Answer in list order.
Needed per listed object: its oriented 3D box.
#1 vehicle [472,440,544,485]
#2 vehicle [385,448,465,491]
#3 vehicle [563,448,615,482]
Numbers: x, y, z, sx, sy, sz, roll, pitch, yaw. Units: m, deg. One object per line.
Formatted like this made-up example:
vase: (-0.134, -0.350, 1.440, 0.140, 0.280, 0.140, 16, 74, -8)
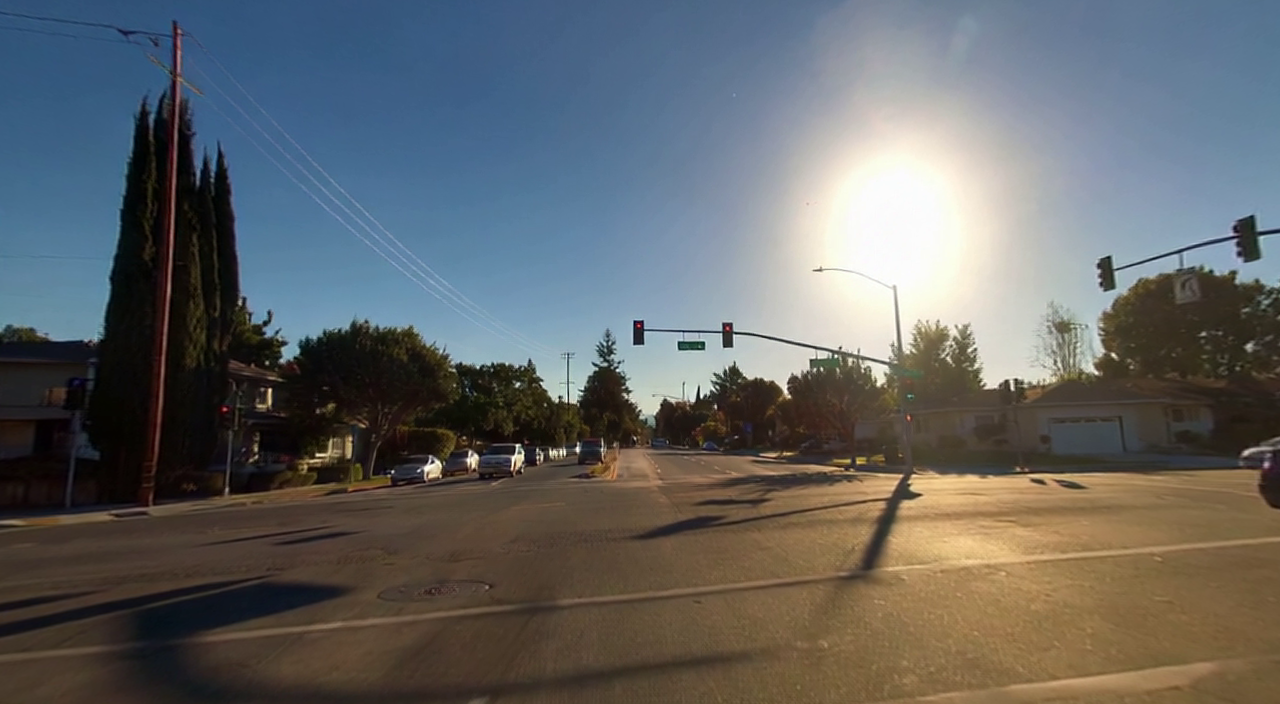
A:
vehicle: (-6.319, 5.350, 30.937, 2.479, 1.977, 5.254, 0, -9, -1)
vehicle: (-10.099, 5.528, 30.135, 2.241, 1.819, 4.690, 0, -9, -1)
vehicle: (-2.329, 5.313, 30.065, 2.174, 1.477, 4.805, 0, -9, -1)
